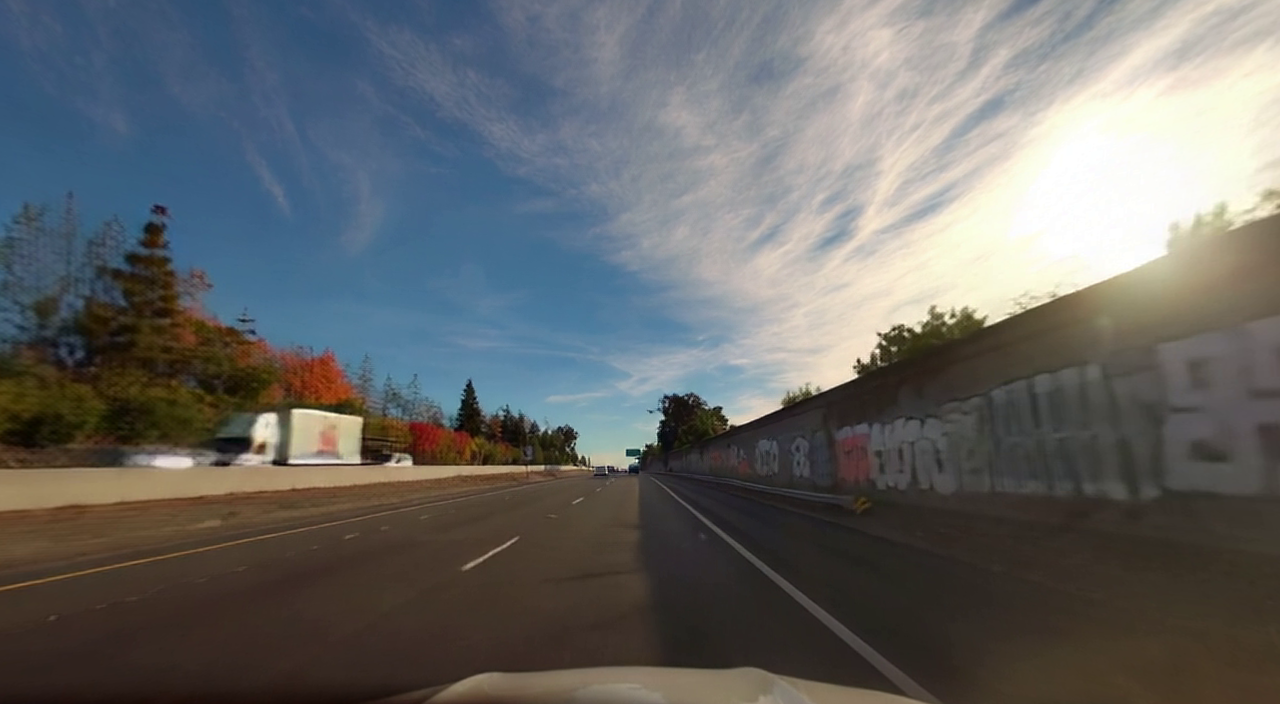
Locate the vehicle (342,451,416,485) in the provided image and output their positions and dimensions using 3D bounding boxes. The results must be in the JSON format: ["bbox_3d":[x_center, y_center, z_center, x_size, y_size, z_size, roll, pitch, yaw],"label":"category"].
[{"bbox_3d":[-13.590,6.099,33.152,1.925,1.610,4.426,1,-11,1],"label":"vehicle"}]

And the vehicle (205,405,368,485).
[{"bbox_3d":[-18.072,5.078,33.342,2.966,3.569,9.541,1,-11,0],"label":"vehicle"}]
